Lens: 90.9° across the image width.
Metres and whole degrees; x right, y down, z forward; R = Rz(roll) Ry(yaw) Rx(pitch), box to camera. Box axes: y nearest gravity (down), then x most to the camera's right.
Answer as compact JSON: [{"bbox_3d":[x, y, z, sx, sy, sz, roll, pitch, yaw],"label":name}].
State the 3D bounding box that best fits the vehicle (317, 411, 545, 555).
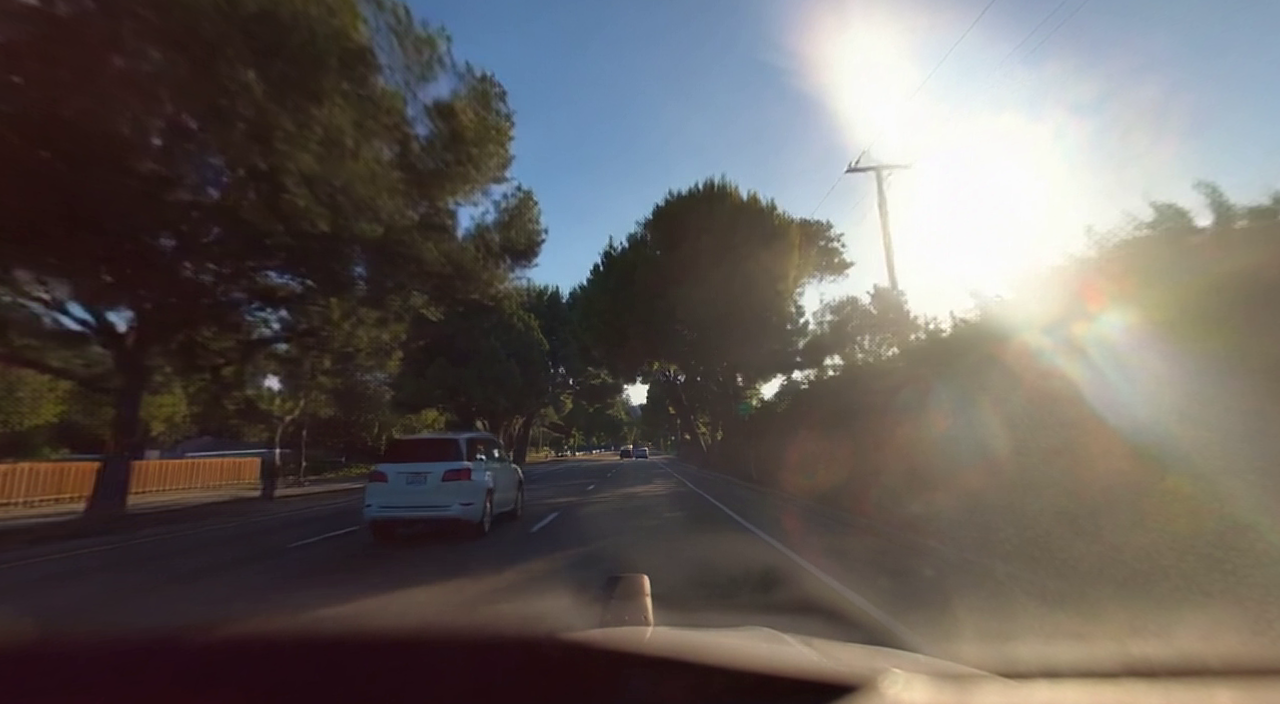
[{"bbox_3d":[-3.092,2.058,10.651,2.160,1.855,4.695,0,-8,1],"label":"vehicle"}]
